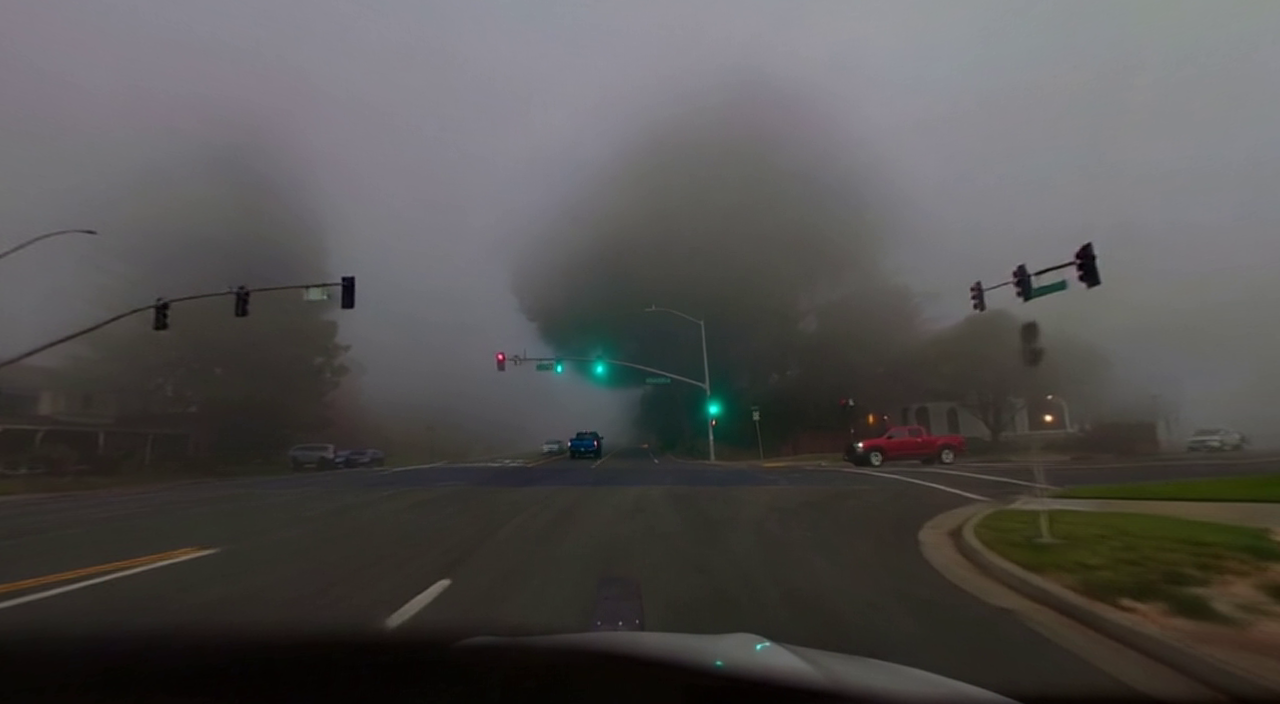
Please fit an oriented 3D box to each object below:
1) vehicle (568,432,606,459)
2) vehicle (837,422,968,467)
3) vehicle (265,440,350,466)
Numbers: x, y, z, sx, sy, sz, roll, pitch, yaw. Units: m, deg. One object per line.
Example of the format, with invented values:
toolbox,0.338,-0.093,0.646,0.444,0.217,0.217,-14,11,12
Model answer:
vehicle,-4.040,7.298,49.250,2.508,2.001,5.880,0,-9,0
vehicle,10.696,3.803,26.004,4.500,1.761,1.975,0,-9,0
vehicle,-23.055,6.995,43.870,4.772,1.745,2.058,-1,-9,5
